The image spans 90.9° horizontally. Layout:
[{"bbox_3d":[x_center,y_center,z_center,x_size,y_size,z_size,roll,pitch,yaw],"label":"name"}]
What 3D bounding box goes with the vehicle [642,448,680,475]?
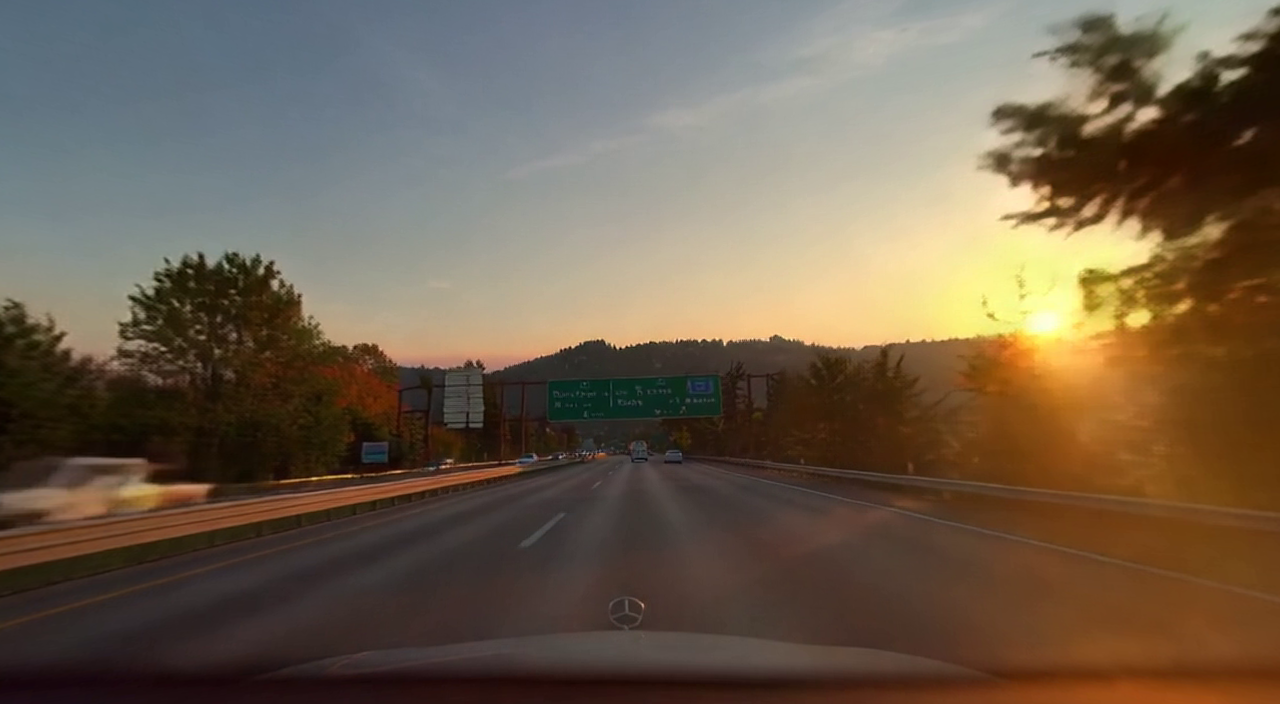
[{"bbox_3d":[1.178,6.348,36.789,2.036,1.457,3.471,0,-9,-1],"label":"vehicle"}]
